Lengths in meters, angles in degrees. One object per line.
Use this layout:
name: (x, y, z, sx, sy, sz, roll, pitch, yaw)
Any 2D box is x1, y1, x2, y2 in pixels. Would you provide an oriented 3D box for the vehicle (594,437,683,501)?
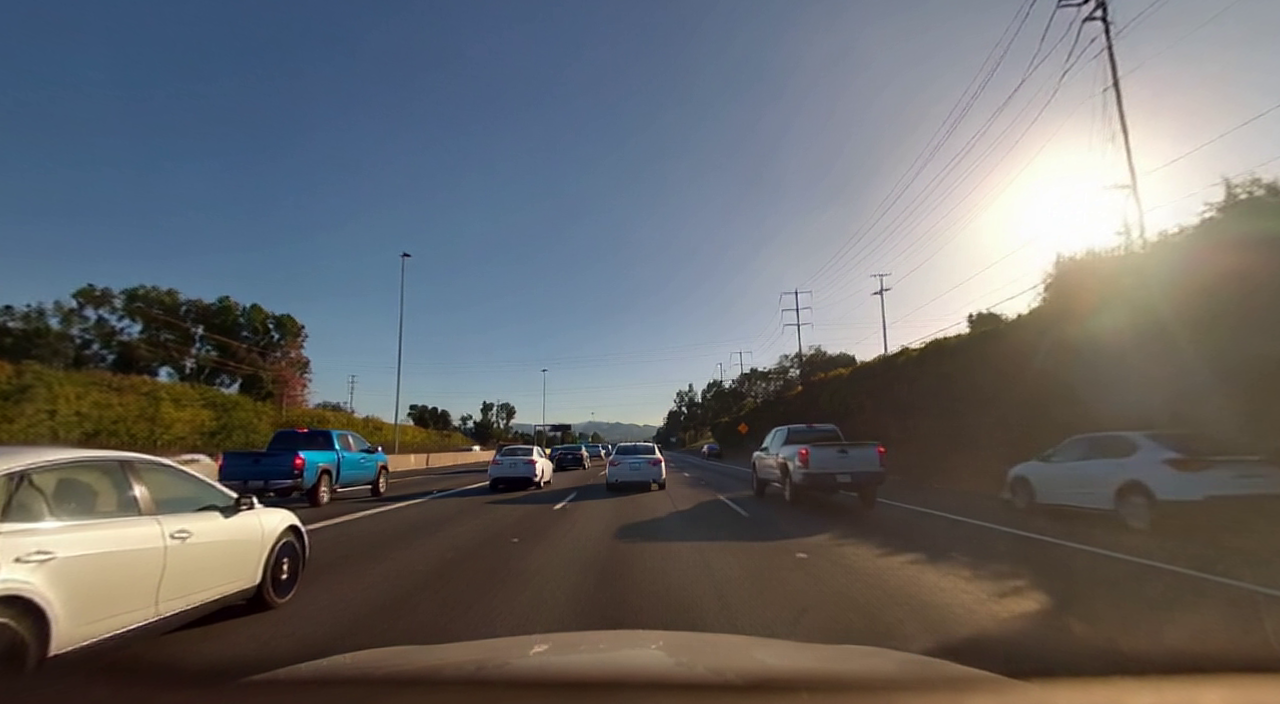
vehicle: (-0.075, 3.096, 17.215, 2.102, 1.499, 4.439, 0, -8, -1)

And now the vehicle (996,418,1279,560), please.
vehicle: (7.929, 1.925, 9.745, 1.969, 1.608, 4.865, 0, -8, -1)

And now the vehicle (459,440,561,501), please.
vehicle: (-3.407, 3.176, 17.409, 1.899, 1.437, 4.131, 0, -8, 1)

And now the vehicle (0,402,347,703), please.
vehicle: (-3.773, 1.095, 3.600, 1.955, 1.481, 4.604, 0, -8, 1)

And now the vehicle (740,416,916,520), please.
vehicle: (3.740, 2.435, 13.847, 2.113, 1.800, 5.376, 0, -8, -1)
